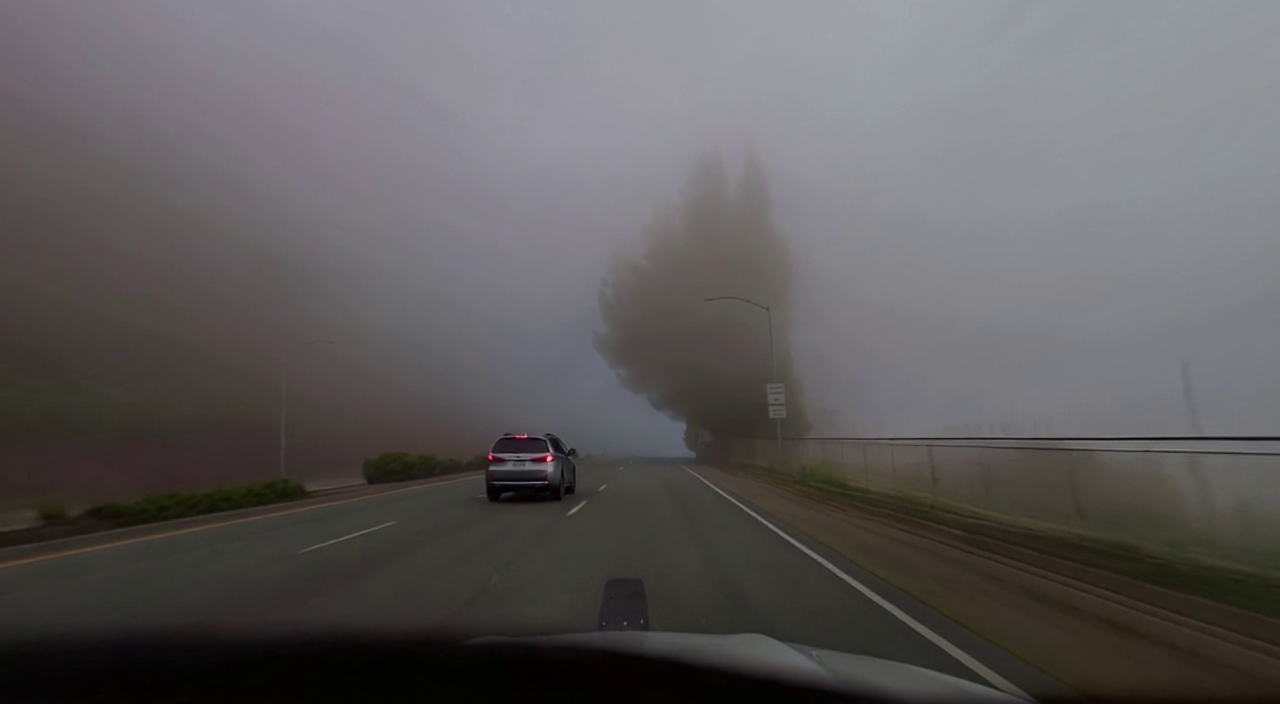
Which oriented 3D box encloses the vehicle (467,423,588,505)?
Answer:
[{"bbox_3d":[-2.773,2.913,16.833,2.160,1.855,4.695,0,-8,2],"label":"vehicle"}]
